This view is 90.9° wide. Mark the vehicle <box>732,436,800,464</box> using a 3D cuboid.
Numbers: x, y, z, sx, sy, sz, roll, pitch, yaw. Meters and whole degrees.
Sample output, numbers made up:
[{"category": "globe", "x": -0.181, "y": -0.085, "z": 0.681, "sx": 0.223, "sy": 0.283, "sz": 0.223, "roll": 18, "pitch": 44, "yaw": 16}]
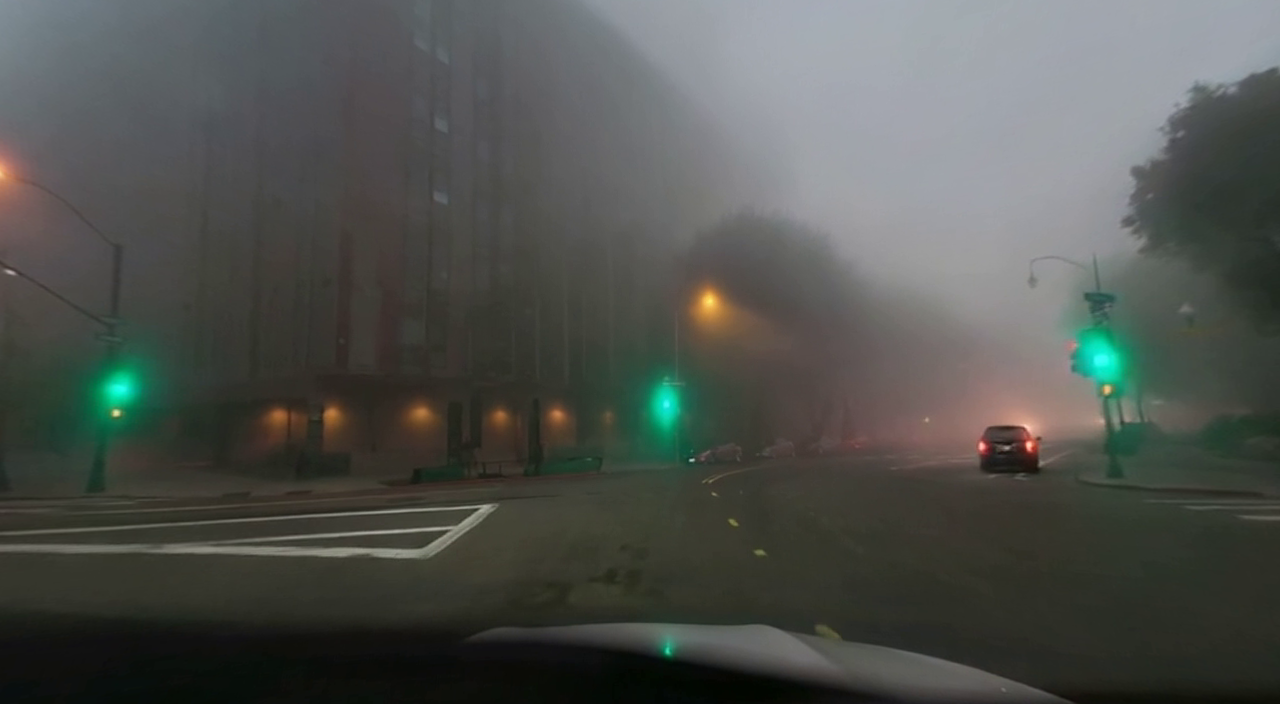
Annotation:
[{"category": "vehicle", "x": 8.107, "y": 6.239, "z": 40.254, "sx": 2.179, "sy": 1.658, "sz": 4.765, "roll": -7, "pitch": -11, "yaw": 40}]

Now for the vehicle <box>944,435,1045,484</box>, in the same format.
[{"category": "vehicle", "x": 12.111, "y": 3.666, "z": 21.887, "sx": 2.148, "sy": 1.488, "sz": 4.508, "roll": -3, "pitch": -9, "yaw": 18}]

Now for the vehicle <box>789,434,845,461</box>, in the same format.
[{"category": "vehicle", "x": 10.684, "y": 5.718, "z": 37.880, "sx": 1.852, "sy": 1.465, "sz": 4.092, "roll": -6, "pitch": -10, "yaw": 36}]

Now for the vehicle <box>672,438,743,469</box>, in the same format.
[{"category": "vehicle", "x": 3.918, "y": 5.759, "z": 36.020, "sx": 1.922, "sy": 1.628, "sz": 4.291, "roll": -7, "pitch": -11, "yaw": 40}]
